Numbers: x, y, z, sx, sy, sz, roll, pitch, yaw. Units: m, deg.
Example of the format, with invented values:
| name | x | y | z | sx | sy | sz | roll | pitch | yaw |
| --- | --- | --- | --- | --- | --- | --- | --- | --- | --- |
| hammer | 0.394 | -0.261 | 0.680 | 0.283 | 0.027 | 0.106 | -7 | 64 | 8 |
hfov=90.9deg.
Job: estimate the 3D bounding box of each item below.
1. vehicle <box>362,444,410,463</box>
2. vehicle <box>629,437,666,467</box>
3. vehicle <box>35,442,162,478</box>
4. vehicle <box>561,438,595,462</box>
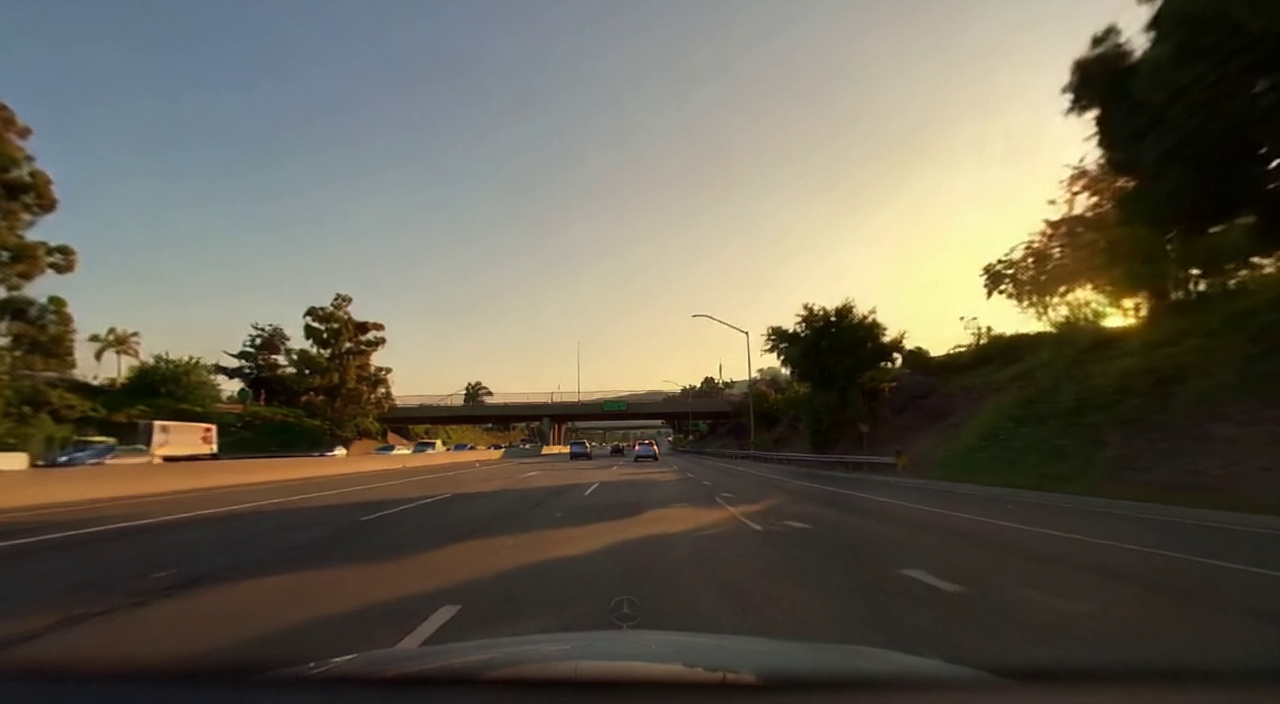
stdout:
| name | x | y | z | sx | sy | sz | roll | pitch | yaw |
| --- | --- | --- | --- | --- | --- | --- | --- | --- | --- |
| vehicle | -19.902 | 7.965 | 49.594 | 1.915 | 1.439 | 4.467 | 0 | -8 | 0 |
| vehicle | 0.437 | 5.914 | 37.362 | 2.010 | 1.637 | 4.940 | 0 | -8 | 1 |
| vehicle | -23.543 | 4.680 | 27.671 | 1.814 | 1.455 | 4.188 | 0 | -8 | 0 |
| vehicle | -4.771 | 7.613 | 49.204 | 2.091 | 1.749 | 4.271 | 0 | -8 | 2 |
